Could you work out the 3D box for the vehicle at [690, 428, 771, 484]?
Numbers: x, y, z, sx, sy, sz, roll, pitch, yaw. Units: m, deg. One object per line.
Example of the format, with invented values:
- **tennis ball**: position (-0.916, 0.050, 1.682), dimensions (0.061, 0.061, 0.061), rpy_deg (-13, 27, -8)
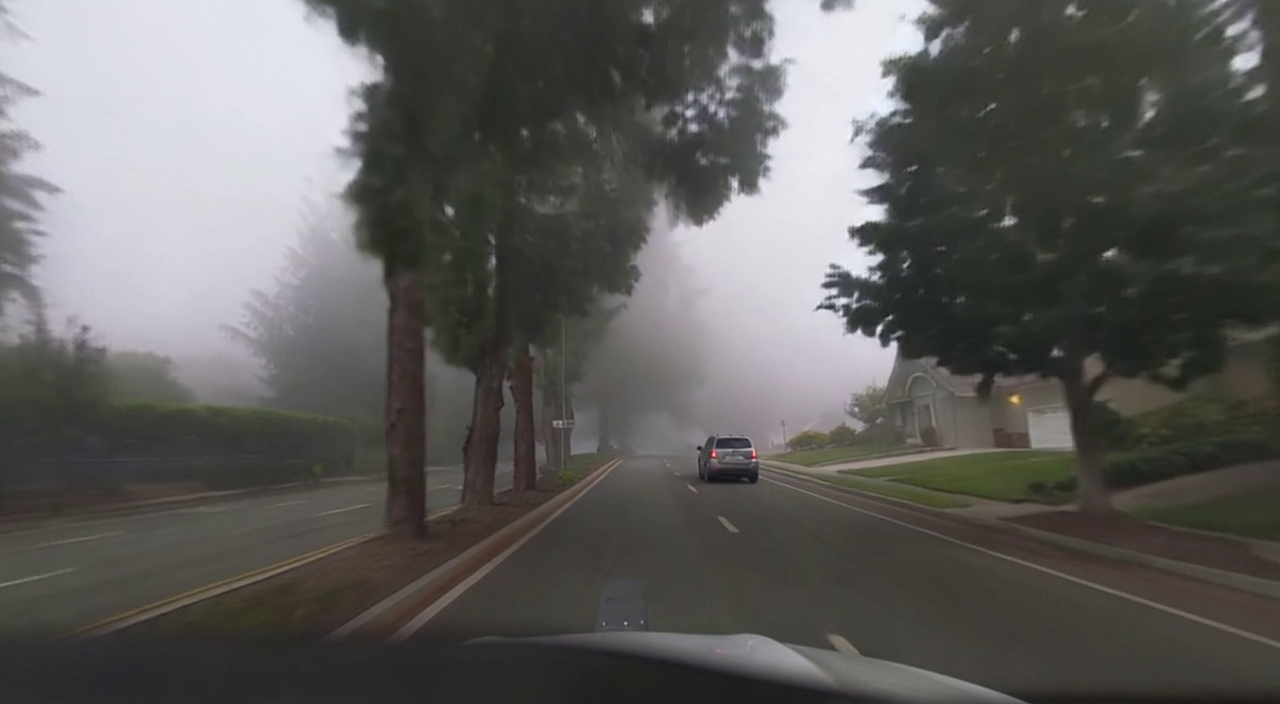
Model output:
- **vehicle**: position (3.064, 3.671, 22.471), dimensions (2.180, 1.773, 4.639), rpy_deg (0, -8, 0)
